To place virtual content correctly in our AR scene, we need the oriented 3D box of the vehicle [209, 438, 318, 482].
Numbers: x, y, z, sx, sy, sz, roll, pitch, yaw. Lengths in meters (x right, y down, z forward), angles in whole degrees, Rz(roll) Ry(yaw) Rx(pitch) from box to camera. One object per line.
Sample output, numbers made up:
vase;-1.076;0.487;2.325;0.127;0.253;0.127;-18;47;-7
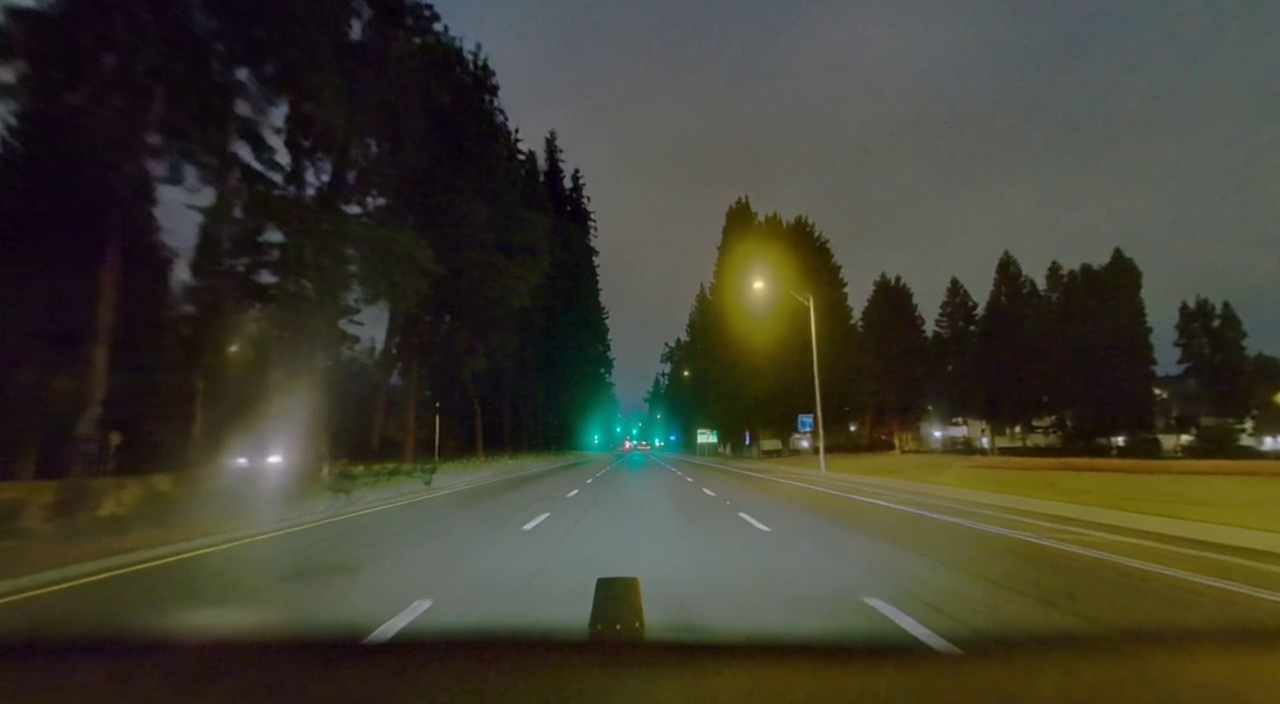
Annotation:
vehicle;-16.608;4.766;28.179;2.025;1.802;4.468;0;-8;1
